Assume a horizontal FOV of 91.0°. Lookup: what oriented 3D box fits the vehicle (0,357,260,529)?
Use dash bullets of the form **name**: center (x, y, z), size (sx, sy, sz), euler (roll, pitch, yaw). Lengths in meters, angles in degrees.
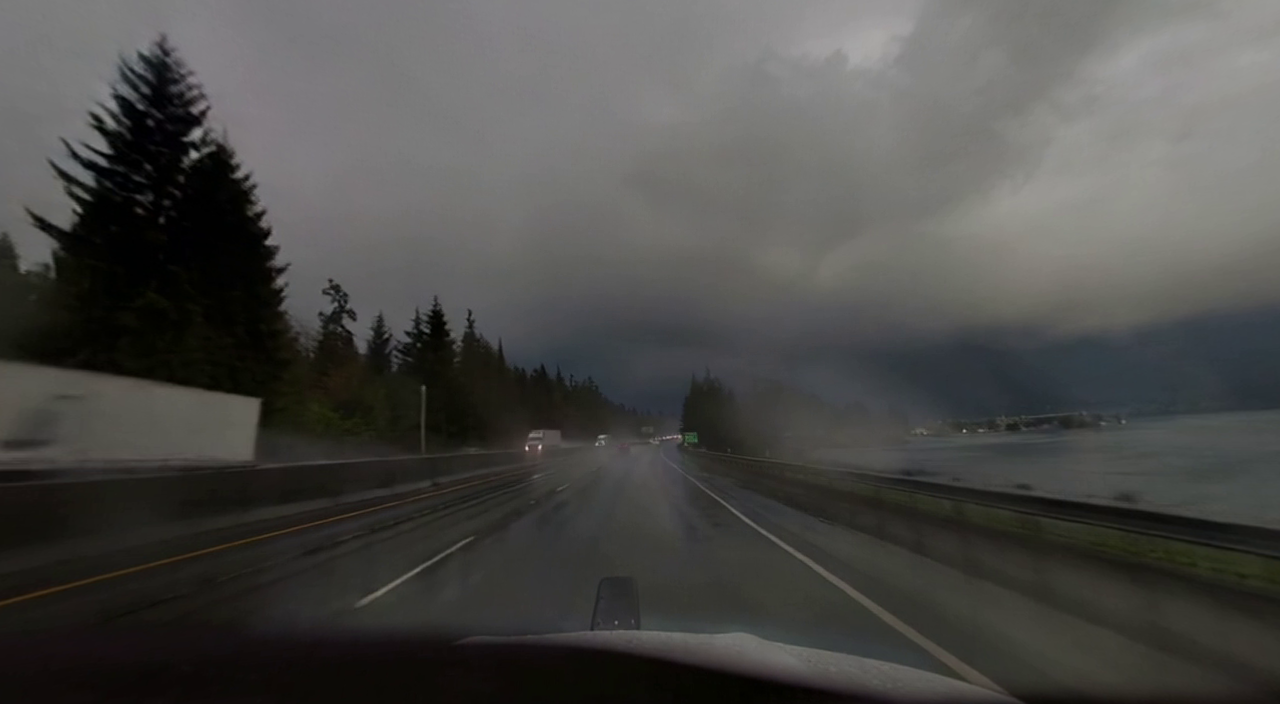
- **vehicle**: center (-16.711, 2.570, 17.737), size (2.883, 4.044, 14.698), euler (0, -8, 0)
